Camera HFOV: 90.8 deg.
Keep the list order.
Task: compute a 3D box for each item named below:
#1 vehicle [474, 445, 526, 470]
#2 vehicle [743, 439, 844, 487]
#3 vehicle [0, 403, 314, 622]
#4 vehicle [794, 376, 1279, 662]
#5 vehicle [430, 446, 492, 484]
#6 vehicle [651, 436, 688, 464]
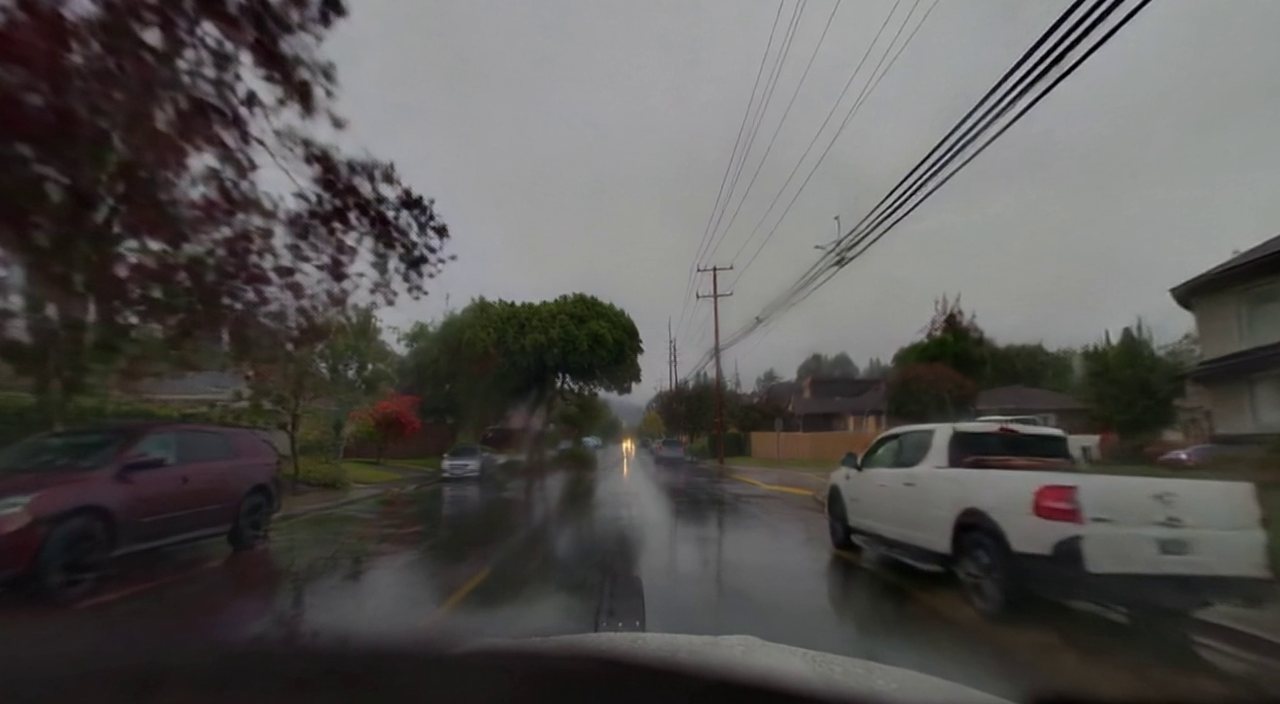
[{"bbox_3d":[-9.099,6.808,40.851,2.033,1.477,4.626,5,-10,-28],"label":"vehicle"},{"bbox_3d":[5.930,4.181,24.109,1.944,1.636,4.140,-8,-12,42],"label":"vehicle"},{"bbox_3d":[-6.454,1.721,7.680,2.158,1.817,5.230,0,-9,0],"label":"vehicle"},{"bbox_3d":[3.498,1.452,6.734,2.178,1.757,5.495,0,-9,-2],"label":"vehicle"},{"bbox_3d":[-7.605,4.821,27.231,1.997,1.456,4.319,1,-9,-8],"label":"vehicle"},{"bbox_3d":[2.231,7.684,49.610,2.173,1.992,5.891,1,-9,-4],"label":"vehicle"}]
